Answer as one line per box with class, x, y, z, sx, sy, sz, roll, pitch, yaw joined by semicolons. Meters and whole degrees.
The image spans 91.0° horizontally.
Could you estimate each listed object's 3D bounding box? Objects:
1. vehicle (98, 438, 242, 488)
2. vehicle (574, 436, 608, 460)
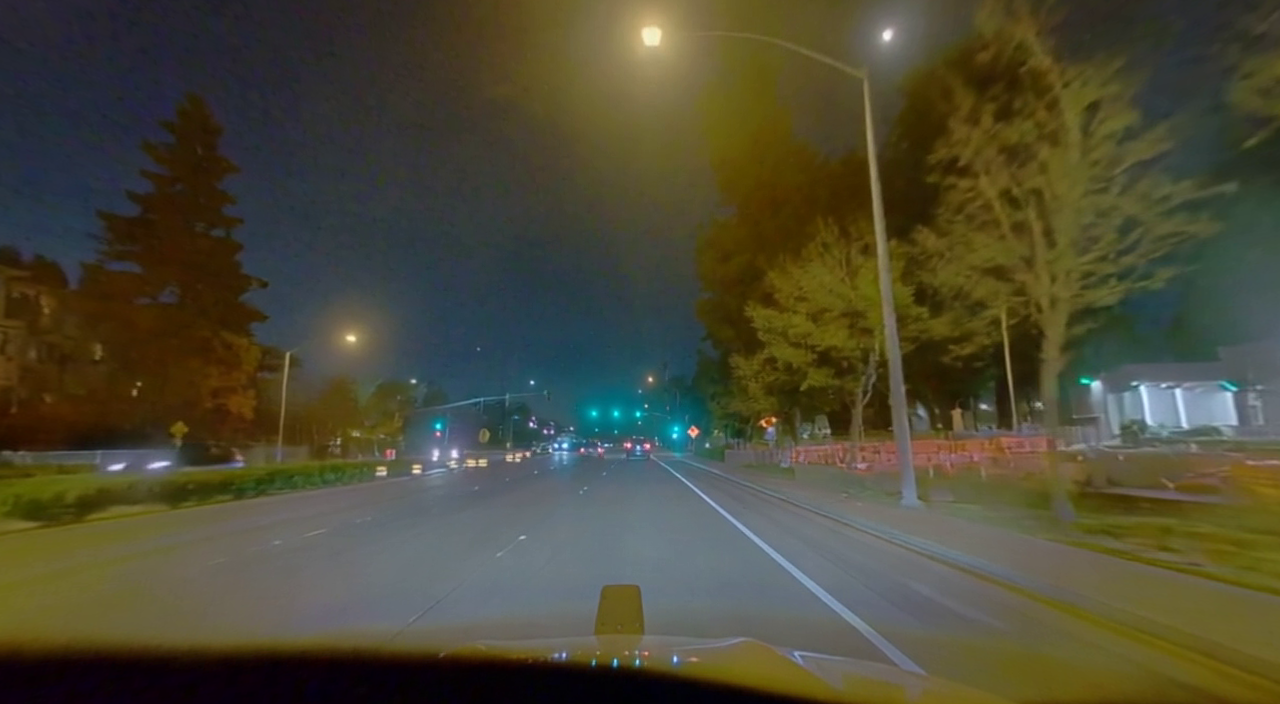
vehicle;-17.550;4.137;23.855;1.986;1.711;4.379;0;-9;1
vehicle;-3.645;7.279;47.765;2.198;1.663;4.519;0;-8;0
